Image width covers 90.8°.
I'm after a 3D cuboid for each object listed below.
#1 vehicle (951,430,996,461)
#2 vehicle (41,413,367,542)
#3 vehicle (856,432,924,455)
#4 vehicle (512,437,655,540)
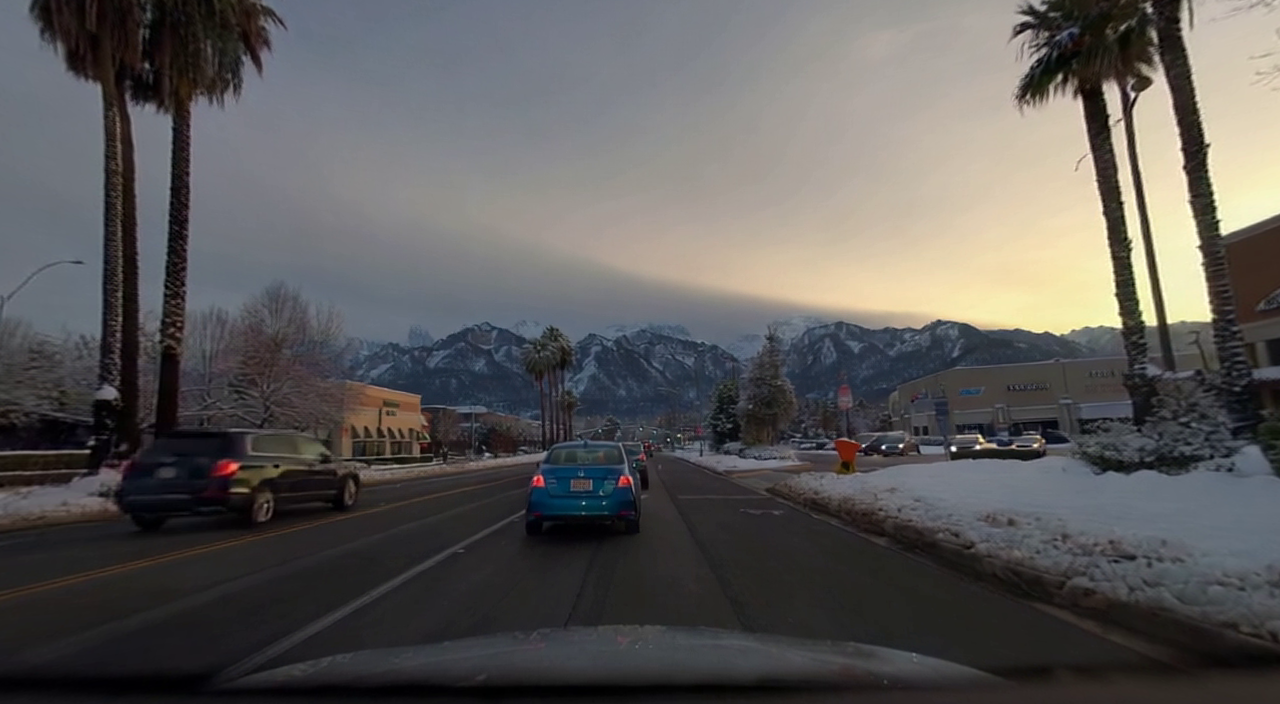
[{"bbox_3d":[18.265,5.142,34.690,1.961,1.526,4.640,-4,-10,26],"label":"vehicle"},{"bbox_3d":[-7.652,2.271,12.125,2.400,1.900,5.325,0,-8,1],"label":"vehicle"},{"bbox_3d":[19.136,7.012,48.528,1.925,1.652,4.490,6,-10,-35],"label":"vehicle"},{"bbox_3d":[-0.915,2.277,11.175,2.067,1.459,3.886,0,-9,-3],"label":"vehicle"}]
